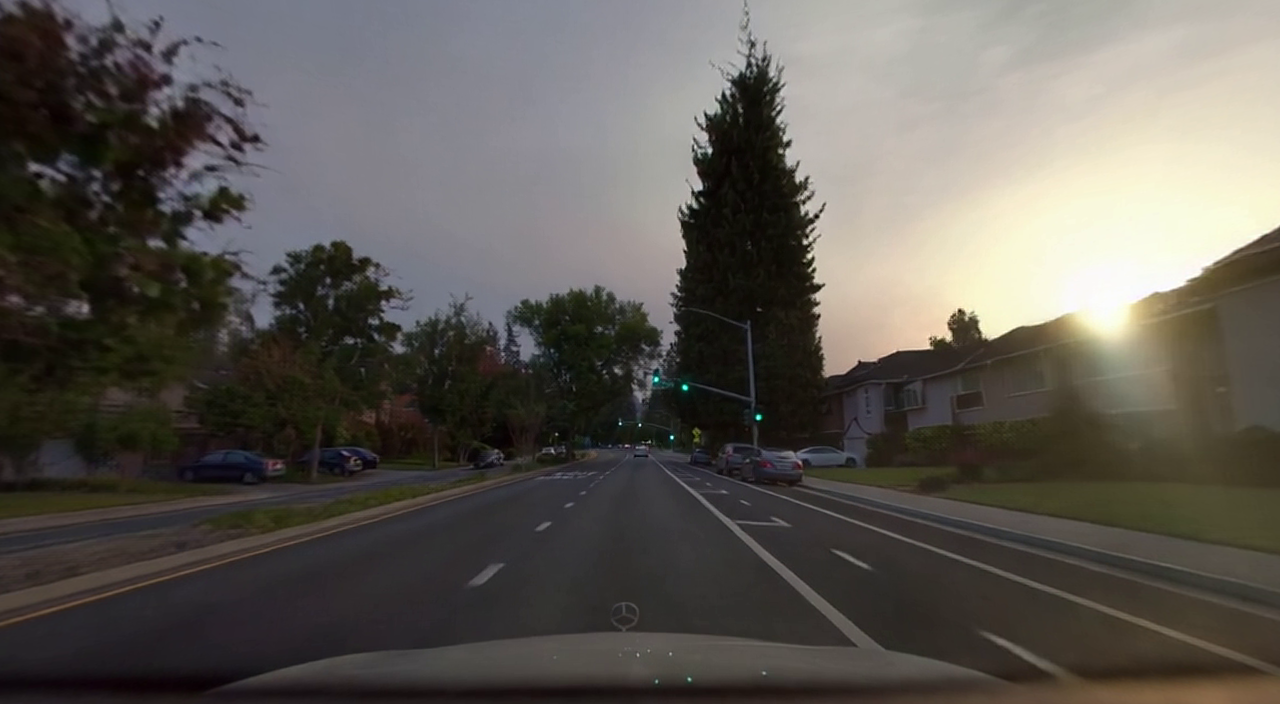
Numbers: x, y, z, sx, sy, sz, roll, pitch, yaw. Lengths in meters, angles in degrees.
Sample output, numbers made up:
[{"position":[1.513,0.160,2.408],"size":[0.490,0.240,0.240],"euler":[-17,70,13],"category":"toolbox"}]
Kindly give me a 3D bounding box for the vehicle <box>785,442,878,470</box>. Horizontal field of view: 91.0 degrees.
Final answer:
[{"position":[11.237,6.133,37.215],"size":[4.875,1.609,1.954],"euler":[0,-9,1],"category":"vehicle"}]

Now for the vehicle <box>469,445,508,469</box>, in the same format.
[{"position":[-11.914,8.300,49.883],"size":[2.061,1.760,4.569],"euler":[-1,-10,-1],"category":"vehicle"}]

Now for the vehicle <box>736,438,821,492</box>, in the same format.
[{"position":[5.264,4.338,24.536],"size":[2.164,1.729,4.488],"euler":[4,-9,-1],"category":"vehicle"}]

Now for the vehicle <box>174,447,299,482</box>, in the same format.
[{"position":[-18.158,5.058,28.460],"size":[4.355,1.482,1.794],"euler":[0,-9,0],"category":"vehicle"}]

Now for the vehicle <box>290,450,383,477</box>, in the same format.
[{"position":[-17.634,6.494,36.731],"size":[4.349,1.457,1.997],"euler":[0,-9,-1],"category":"vehicle"}]
